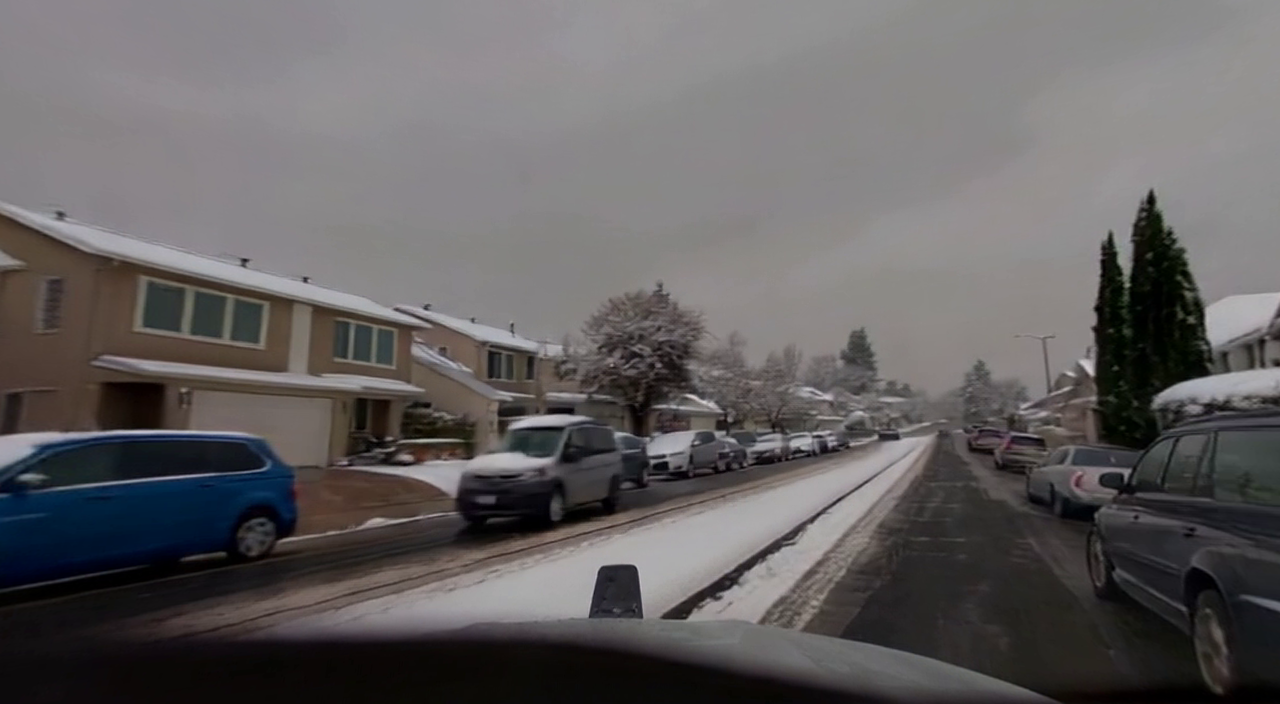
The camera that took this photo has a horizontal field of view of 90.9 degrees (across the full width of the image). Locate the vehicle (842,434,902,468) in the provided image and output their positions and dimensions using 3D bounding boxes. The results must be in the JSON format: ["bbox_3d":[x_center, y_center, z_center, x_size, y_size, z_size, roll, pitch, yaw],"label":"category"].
[{"bbox_3d":[11.120,4.661,30.012,1.889,1.505,3.849,-5,-9,31],"label":"vehicle"}]

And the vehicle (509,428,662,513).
[{"bbox_3d":[-1.047,2.512,14.037,1.828,1.488,3.785,-4,-6,22],"label":"vehicle"}]

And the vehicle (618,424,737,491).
[{"bbox_3d":[1.266,3.101,19.051,1.872,1.670,4.428,-8,-9,26],"label":"vehicle"}]

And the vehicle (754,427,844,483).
[{"bbox_3d":[5.501,3.410,21.363,1.959,1.670,4.255,-4,-9,27],"label":"vehicle"}]

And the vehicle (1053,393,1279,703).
[{"bbox_3d":[3.827,1.024,3.173,2.008,1.507,4.226,-3,-8,21],"label":"vehicle"}]

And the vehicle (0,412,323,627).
[{"bbox_3d":[-5.010,1.302,5.572,1.798,1.507,3.513,-2,-7,23],"label":"vehicle"}]
